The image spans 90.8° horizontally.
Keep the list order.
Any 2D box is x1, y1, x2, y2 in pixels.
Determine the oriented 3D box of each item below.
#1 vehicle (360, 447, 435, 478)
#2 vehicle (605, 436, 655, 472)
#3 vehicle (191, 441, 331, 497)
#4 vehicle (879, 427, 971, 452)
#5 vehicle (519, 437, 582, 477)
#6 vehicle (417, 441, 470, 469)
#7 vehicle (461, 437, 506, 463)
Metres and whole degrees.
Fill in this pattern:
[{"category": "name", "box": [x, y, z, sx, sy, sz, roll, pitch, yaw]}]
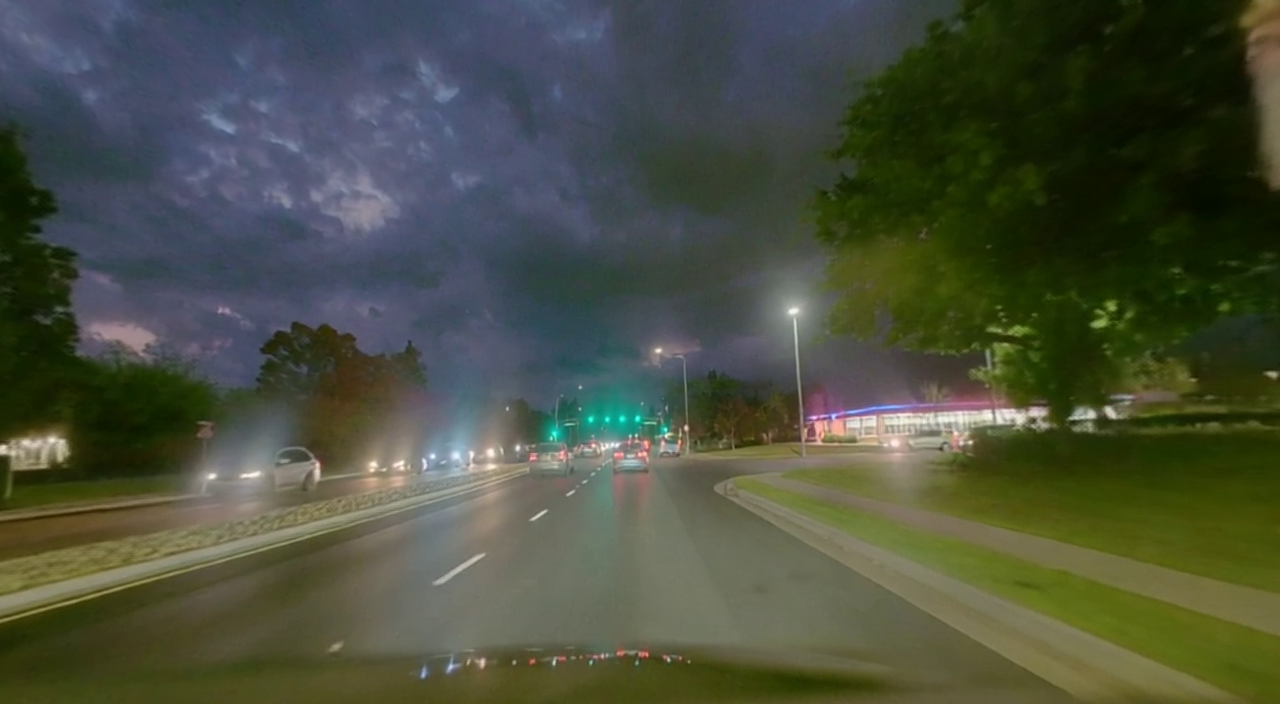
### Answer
[{"category": "vehicle", "box": [-12.559, 5.704, 33.014, 1.909, 1.462, 4.608, 0, -8, 3]}, {"category": "vehicle", "box": [-0.456, 4.489, 28.043, 2.085, 1.475, 3.976, 0, -8, -1]}, {"category": "vehicle", "box": [-13.140, 4.048, 22.334, 1.999, 1.755, 4.518, 0, -8, 2]}, {"category": "vehicle", "box": [17.201, 5.338, 38.288, 4.517, 1.455, 2.233, 0, -9, 3]}, {"category": "vehicle", "box": [-3.564, 4.232, 25.786, 1.921, 1.477, 4.083, 0, -8, 1]}, {"category": "vehicle", "box": [-12.563, 6.613, 40.689, 1.986, 1.712, 4.399, 0, -8, 1]}, {"category": "vehicle", "box": [-12.294, 7.742, 49.912, 2.260, 1.921, 4.902, 0, -8, 0]}]
